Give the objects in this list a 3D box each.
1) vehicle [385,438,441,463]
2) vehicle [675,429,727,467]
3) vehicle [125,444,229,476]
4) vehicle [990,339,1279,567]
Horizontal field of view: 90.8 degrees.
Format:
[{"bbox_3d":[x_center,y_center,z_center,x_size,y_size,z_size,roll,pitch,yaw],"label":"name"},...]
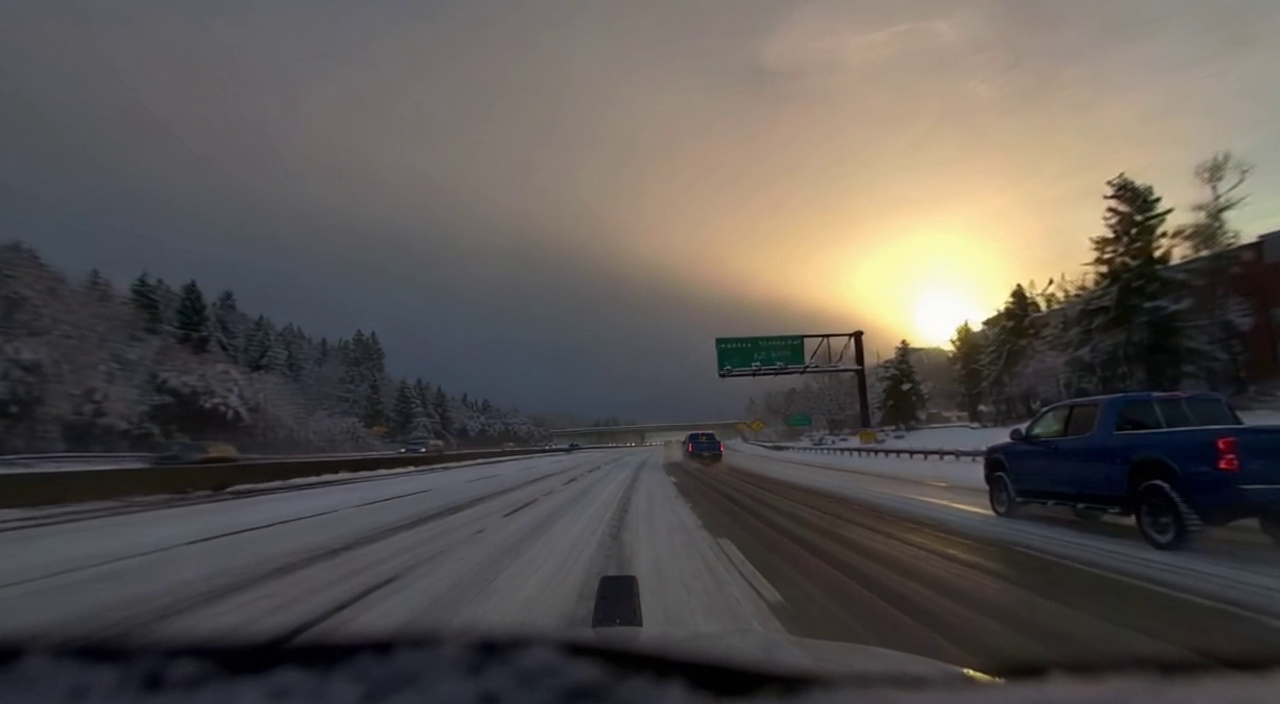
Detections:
[{"bbox_3d":[-15.402,6.720,43.109,2.020,1.584,4.650,-1,-9,1],"label":"vehicle"},{"bbox_3d":[3.415,5.532,36.420,2.462,1.984,4.718,0,-9,0],"label":"vehicle"},{"bbox_3d":[-22.954,5.357,31.561,1.785,1.475,4.412,-1,-9,2],"label":"vehicle"},{"bbox_3d":[7.511,1.372,8.751,2.158,2.268,5.396,0,-9,0],"label":"vehicle"}]
